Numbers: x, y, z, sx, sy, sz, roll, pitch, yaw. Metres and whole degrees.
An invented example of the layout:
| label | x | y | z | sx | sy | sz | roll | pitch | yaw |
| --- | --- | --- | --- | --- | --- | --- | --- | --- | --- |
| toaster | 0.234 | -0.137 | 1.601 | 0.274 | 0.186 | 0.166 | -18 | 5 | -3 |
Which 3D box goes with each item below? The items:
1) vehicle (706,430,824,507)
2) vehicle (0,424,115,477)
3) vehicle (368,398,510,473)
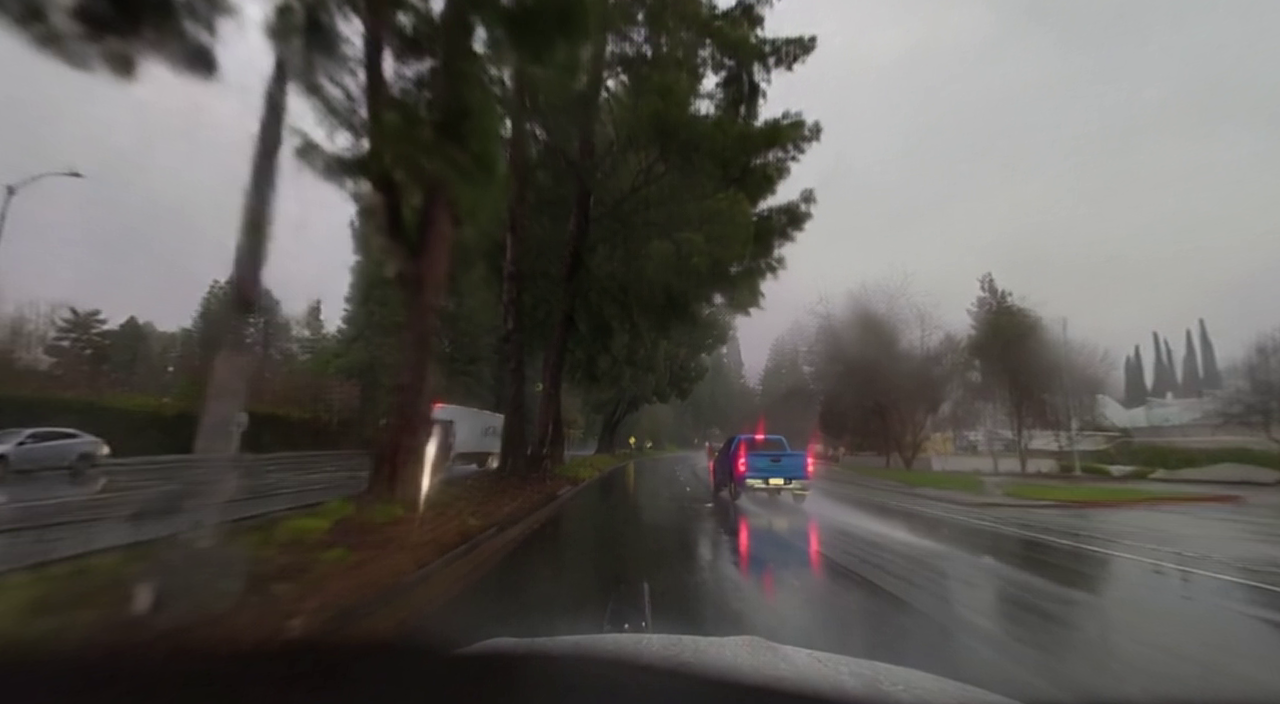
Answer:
| label | x | y | z | sx | sy | sz | roll | pitch | yaw |
| --- | --- | --- | --- | --- | --- | --- | --- | --- | --- |
| vehicle | 3.064 | 2.972 | 16.570 | 2.108 | 1.712 | 4.616 | 0 | -8 | -1 |
| vehicle | -18.913 | 2.980 | 19.187 | 1.908 | 1.471 | 4.556 | 0 | -8 | -1 |
| vehicle | -8.554 | 3.857 | 28.695 | 3.046 | 2.782 | 10.538 | 0 | -8 | 0 |
